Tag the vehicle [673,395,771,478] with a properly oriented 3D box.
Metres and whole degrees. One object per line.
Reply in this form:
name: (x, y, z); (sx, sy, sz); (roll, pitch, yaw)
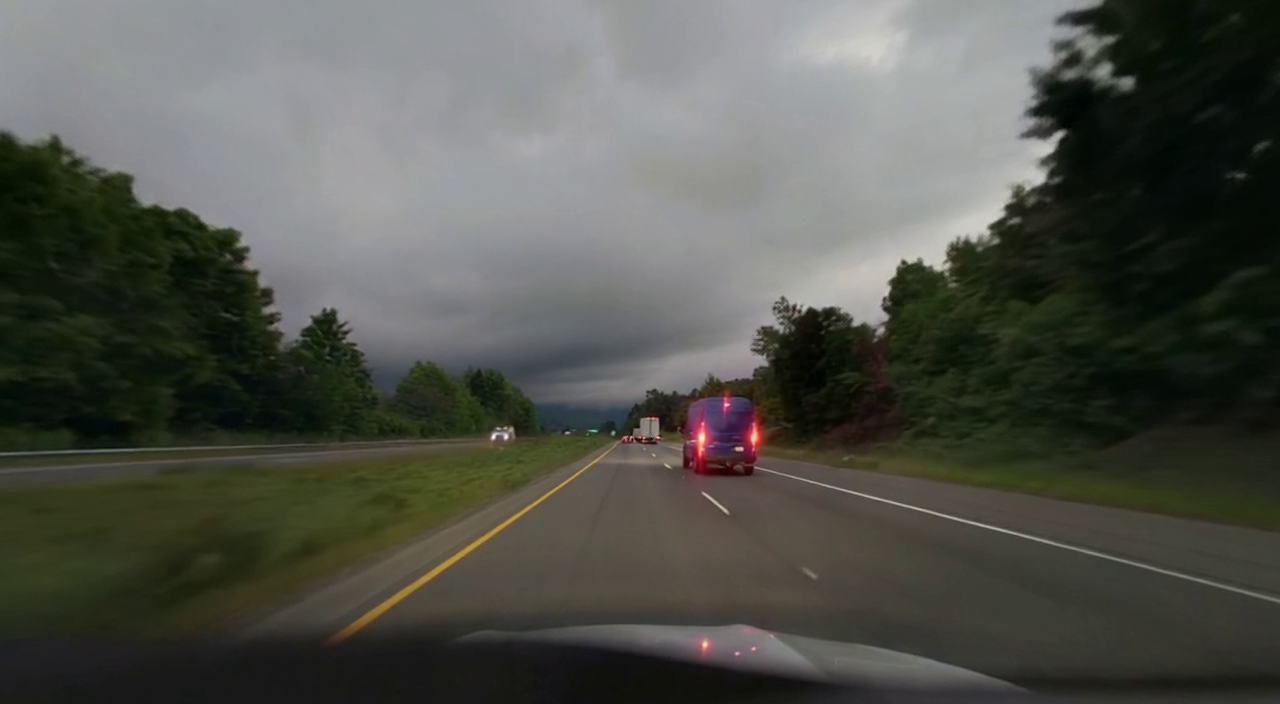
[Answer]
vehicle: (2.723, 3.072, 22.927); (2.570, 2.596, 6.082); (0, -8, -2)
